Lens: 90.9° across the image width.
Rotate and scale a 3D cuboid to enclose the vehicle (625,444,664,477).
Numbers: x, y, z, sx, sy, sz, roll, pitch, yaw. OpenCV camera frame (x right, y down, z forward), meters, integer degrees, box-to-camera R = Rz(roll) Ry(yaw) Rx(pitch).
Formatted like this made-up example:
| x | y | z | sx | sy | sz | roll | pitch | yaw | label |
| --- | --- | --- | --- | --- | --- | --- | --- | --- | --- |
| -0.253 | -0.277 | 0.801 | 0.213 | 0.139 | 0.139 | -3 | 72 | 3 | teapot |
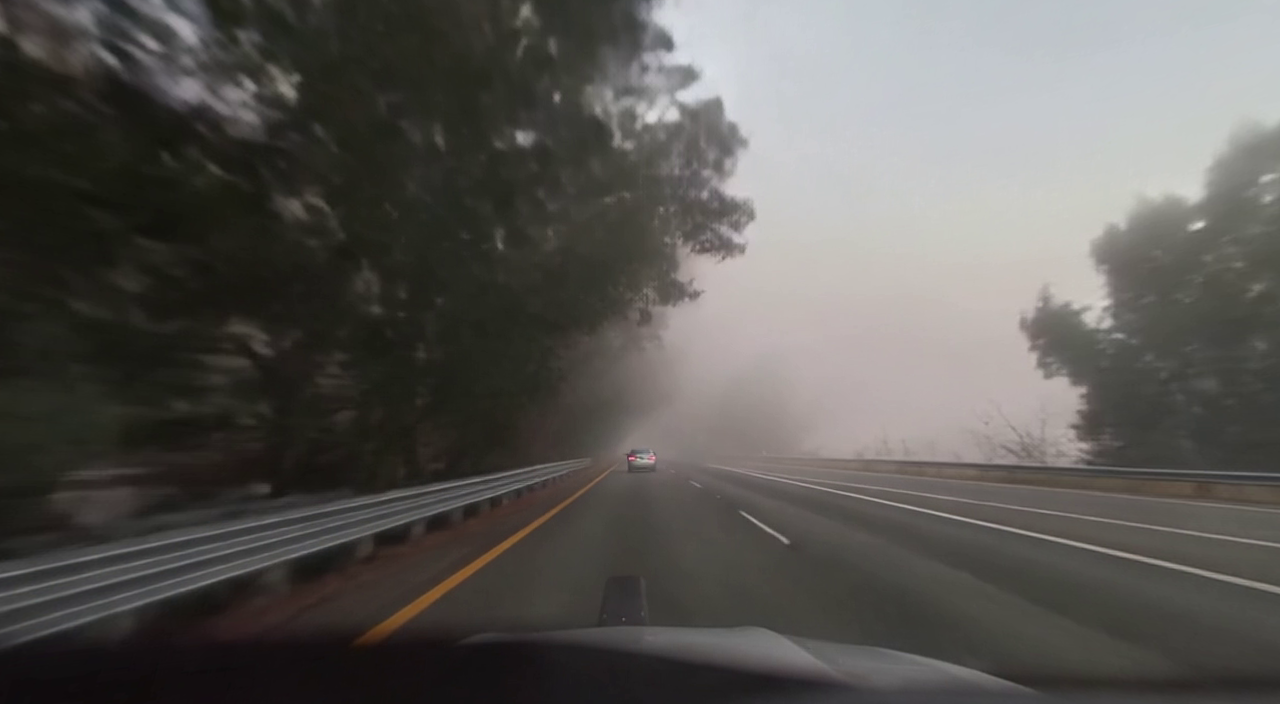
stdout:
| x | y | z | sx | sy | sz | roll | pitch | yaw | label |
| --- | --- | --- | --- | --- | --- | --- | --- | --- | --- |
| 0.216 | 5.774 | 33.661 | 1.987 | 1.658 | 3.620 | 0 | -9 | -1 | vehicle |
